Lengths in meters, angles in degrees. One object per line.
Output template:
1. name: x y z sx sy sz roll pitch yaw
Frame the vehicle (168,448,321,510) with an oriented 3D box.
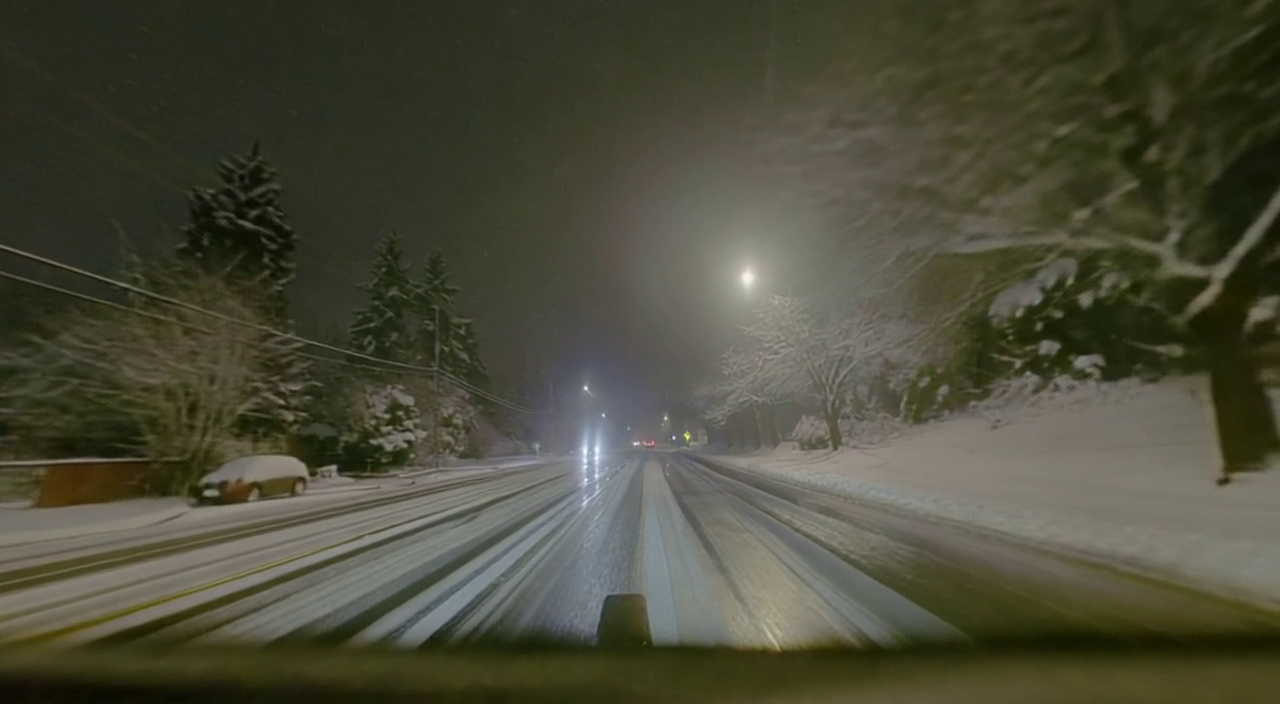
1. vehicle: -12.519 3.996 20.428 1.921 1.611 4.713 -3 -8 1
